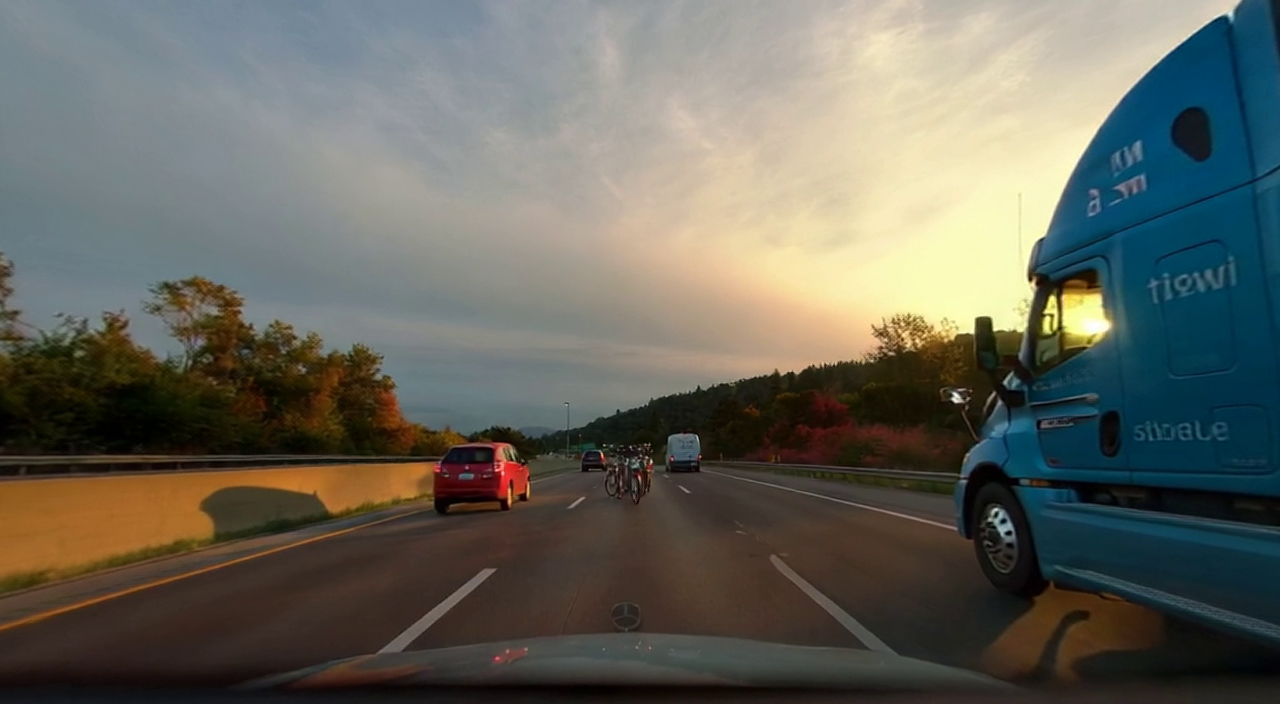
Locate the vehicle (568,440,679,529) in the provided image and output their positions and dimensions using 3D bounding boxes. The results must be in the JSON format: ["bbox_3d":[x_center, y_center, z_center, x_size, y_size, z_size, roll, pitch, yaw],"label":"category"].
[{"bbox_3d":[-0.298,2.657,13.095,1.973,1.574,3.426,0,-9,0],"label":"vehicle"}]

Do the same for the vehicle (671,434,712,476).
[{"bbox_3d":[3.484,7.098,43.652,2.234,2.679,5.372,0,-9,-1],"label":"vehicle"}]

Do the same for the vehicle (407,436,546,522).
[{"bbox_3d":[-3.576,2.876,14.799,1.985,1.671,4.604,0,-9,0],"label":"vehicle"}]
